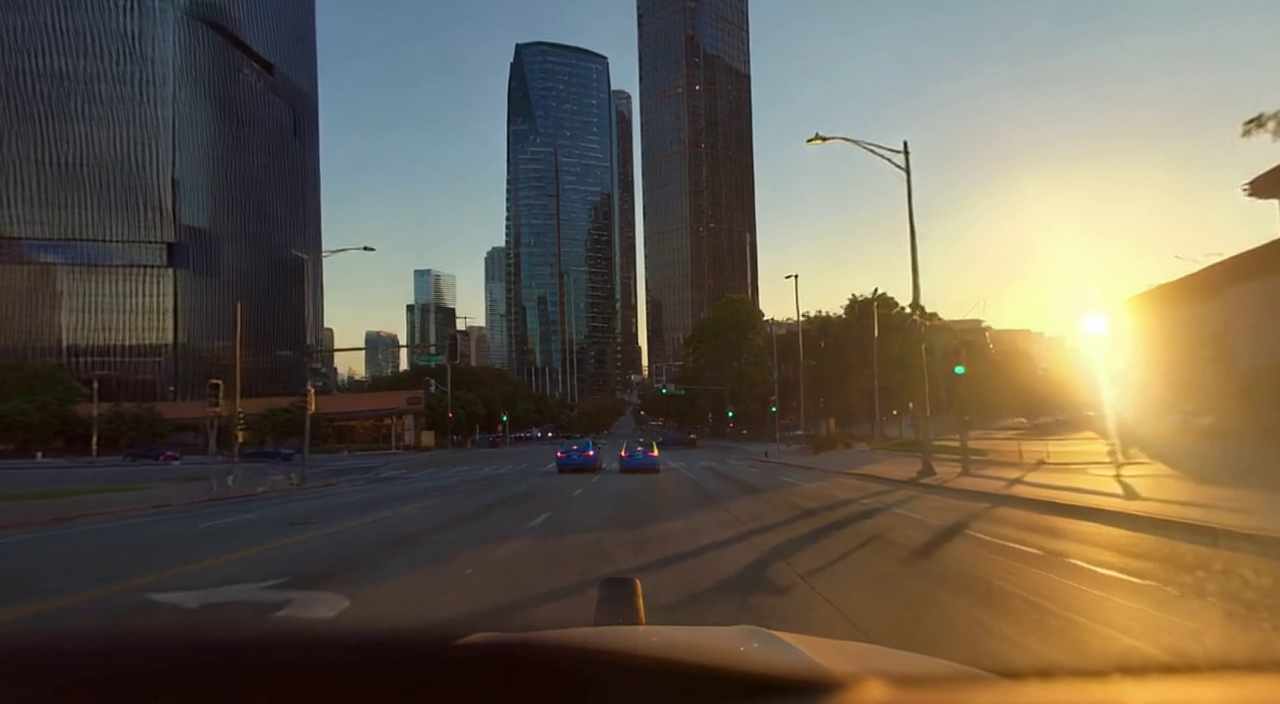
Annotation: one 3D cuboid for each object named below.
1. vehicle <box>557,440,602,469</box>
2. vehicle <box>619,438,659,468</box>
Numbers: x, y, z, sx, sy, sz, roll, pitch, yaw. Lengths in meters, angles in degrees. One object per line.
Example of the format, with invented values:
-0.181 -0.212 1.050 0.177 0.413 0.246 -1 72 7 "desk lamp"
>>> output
-3.247 5.611 34.865 1.995 1.479 4.627 0 -8 0 "vehicle"
-0.032 5.380 33.779 2.016 1.478 3.795 0 -8 0 "vehicle"
